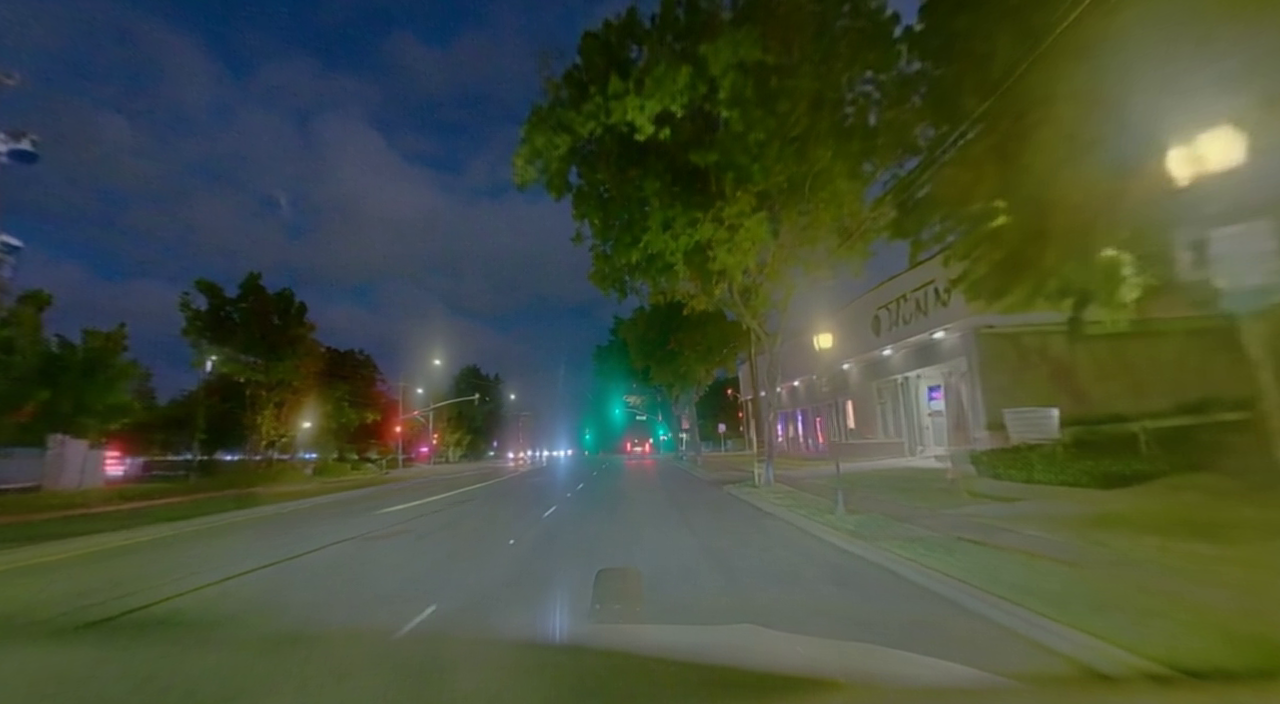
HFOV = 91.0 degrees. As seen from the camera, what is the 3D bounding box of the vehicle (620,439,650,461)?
[{"bbox_3d":[-0.361,7.567,48.880,2.191,1.607,4.361,0,-9,1],"label":"vehicle"}]
